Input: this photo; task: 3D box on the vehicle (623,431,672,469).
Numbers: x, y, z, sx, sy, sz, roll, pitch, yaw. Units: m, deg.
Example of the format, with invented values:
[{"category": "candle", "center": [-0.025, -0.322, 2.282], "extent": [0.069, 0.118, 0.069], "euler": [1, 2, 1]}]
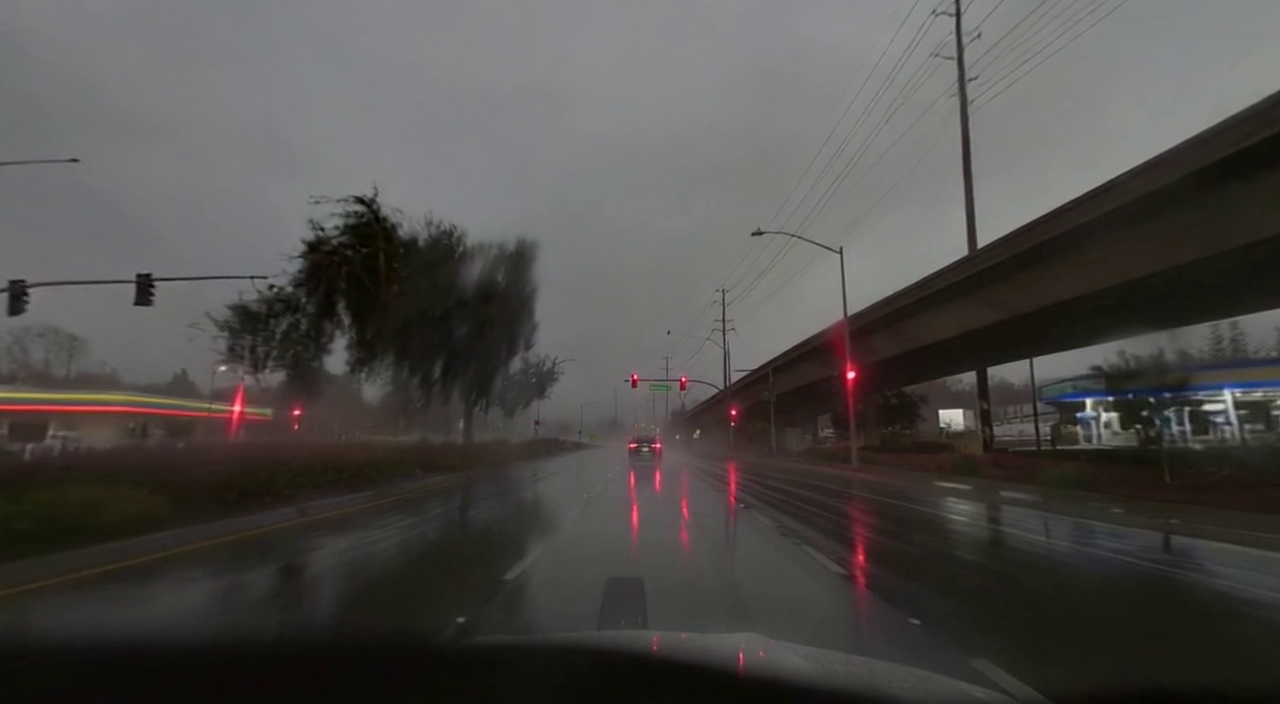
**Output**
[{"category": "vehicle", "center": [0.261, 4.529, 29.090], "extent": [2.074, 1.631, 3.793], "euler": [0, -8, -2]}]
